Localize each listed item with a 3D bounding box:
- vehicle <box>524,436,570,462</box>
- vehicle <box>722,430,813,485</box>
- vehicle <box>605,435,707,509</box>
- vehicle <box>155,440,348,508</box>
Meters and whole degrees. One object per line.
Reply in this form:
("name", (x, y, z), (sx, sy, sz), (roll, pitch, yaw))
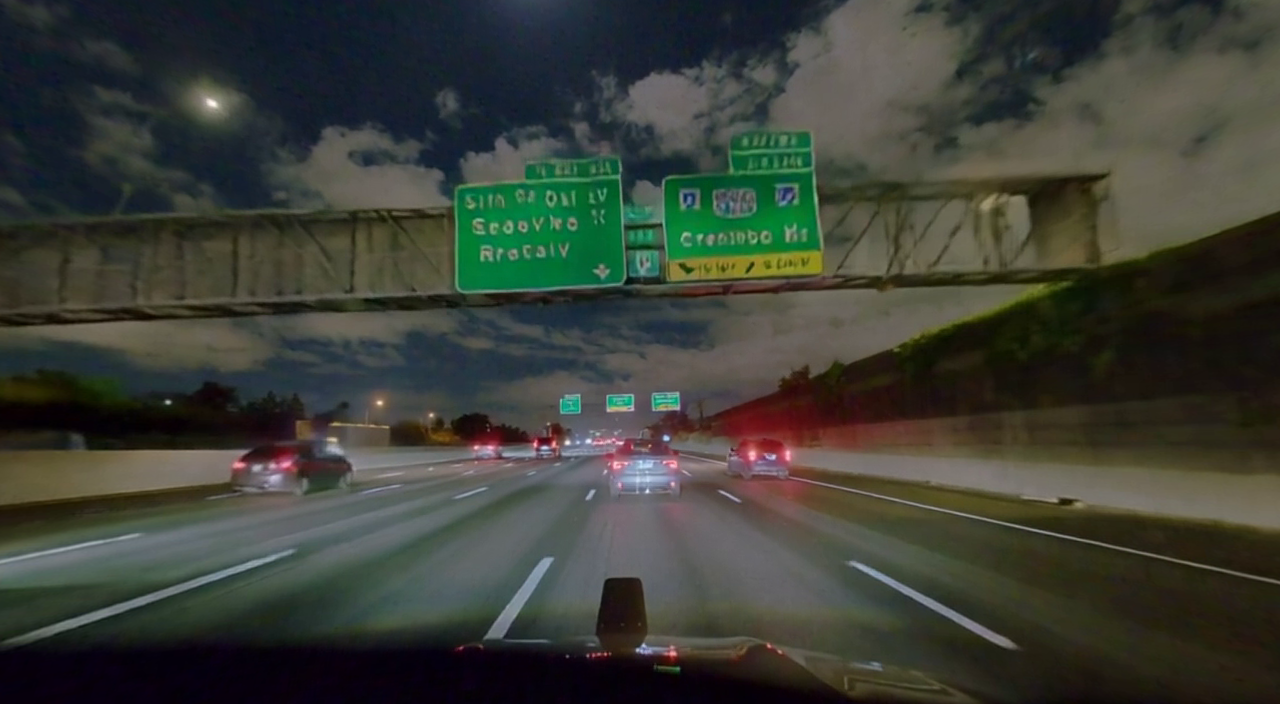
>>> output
("vehicle", (-6.989, 7.372, 47.989), (2.486, 1.856, 6.310), (0, -8, 0))
("vehicle", (4.304, 3.634, 22.074), (2.100, 1.707, 4.342), (0, -8, -3))
("vehicle", (0.251, 2.724, 14.779), (2.042, 1.446, 4.269), (0, -8, -2))
("vehicle", (-10.034, 3.153, 16.903), (2.019, 1.510, 4.992), (0, -8, 0))
